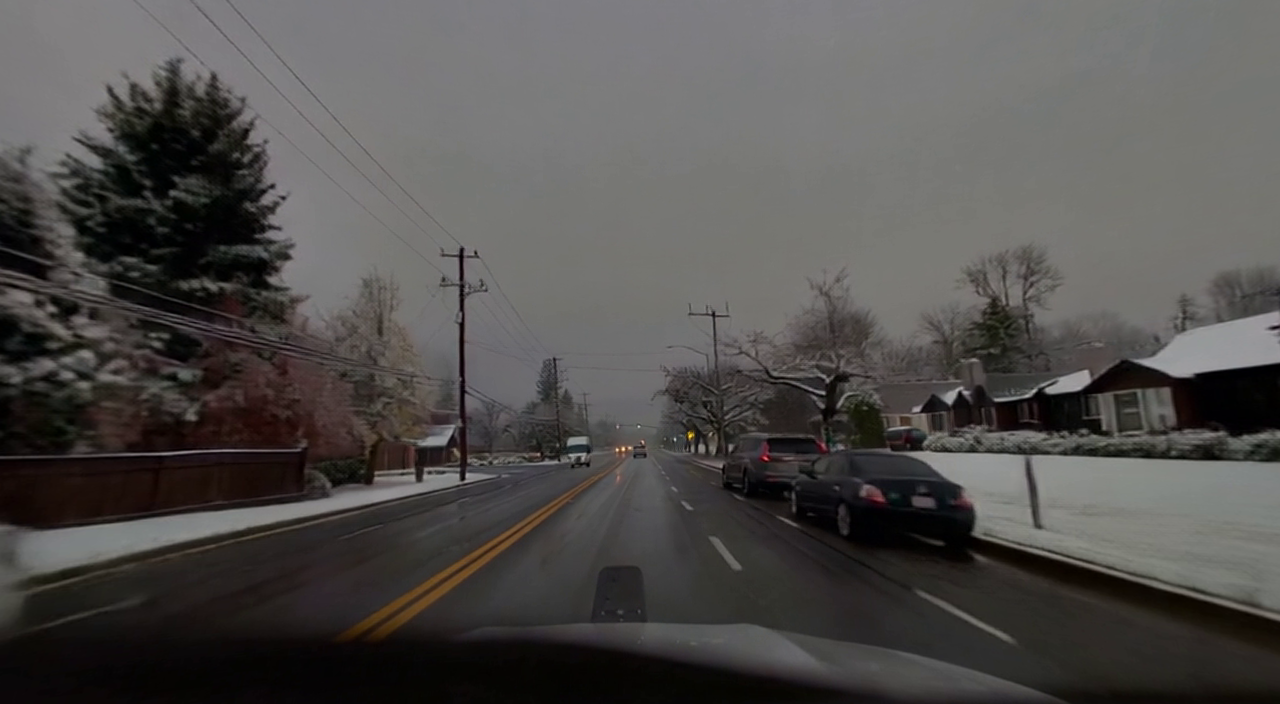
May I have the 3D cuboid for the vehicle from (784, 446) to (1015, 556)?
[{"bbox_3d":[3.933,2.311,10.642,1.874,1.415,4.683,0,-9,0],"label":"vehicle"}]

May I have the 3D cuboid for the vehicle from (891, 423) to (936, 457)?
[{"bbox_3d":[17.096,5.537,39.683,2.068,1.963,5.037,-3,-9,19],"label":"vehicle"}]

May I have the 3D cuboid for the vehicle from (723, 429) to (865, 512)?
[{"bbox_3d":[3.717,2.990,16.454,2.310,1.784,4.993,0,-9,-2],"label":"vehicle"}]
